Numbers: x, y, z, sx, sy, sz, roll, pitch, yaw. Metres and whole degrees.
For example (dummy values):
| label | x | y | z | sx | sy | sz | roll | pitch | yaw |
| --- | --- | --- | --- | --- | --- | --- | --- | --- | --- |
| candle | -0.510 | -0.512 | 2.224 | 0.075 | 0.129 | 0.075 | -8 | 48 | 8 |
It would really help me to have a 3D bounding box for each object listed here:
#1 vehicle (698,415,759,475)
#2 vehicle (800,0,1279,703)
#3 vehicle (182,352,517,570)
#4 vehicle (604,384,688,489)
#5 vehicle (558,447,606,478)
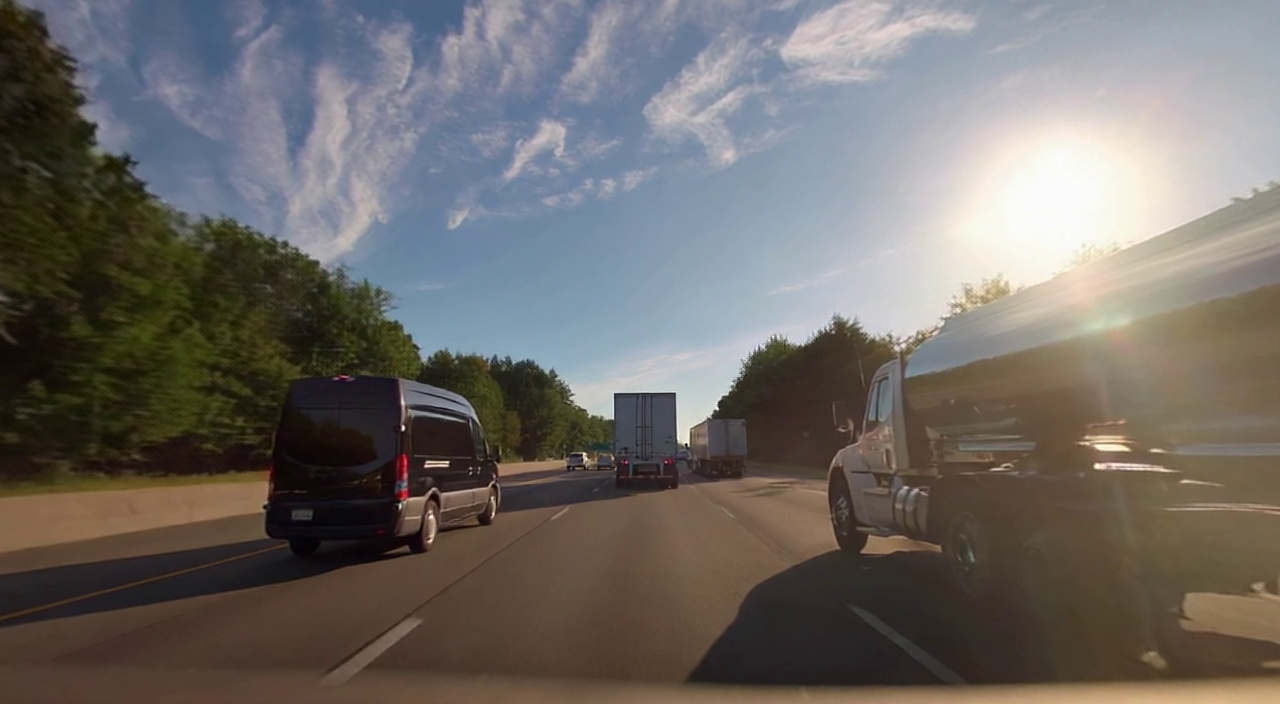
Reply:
| label | x | y | z | sx | sy | sz | roll | pitch | yaw |
| --- | --- | --- | --- | --- | --- | --- | --- | --- | --- |
| vehicle | 5.685 | 6.357 | 42.677 | 2.706 | 3.500 | 11.483 | 0 | -9 | 1 |
| vehicle | 4.341 | -0.009 | 4.722 | 3.139 | 4.152 | 11.915 | 0 | -9 | 0 |
| vehicle | -4.039 | 1.768 | 10.650 | 2.525 | 2.572 | 6.260 | 0 | -9 | 1 |
| vehicle | 0.129 | 3.544 | 25.647 | 2.773 | 3.455 | 9.118 | 0 | -9 | -1 |
| vehicle | -3.247 | 6.279 | 36.085 | 2.134 | 1.652 | 4.439 | 0 | -9 | 3 |
